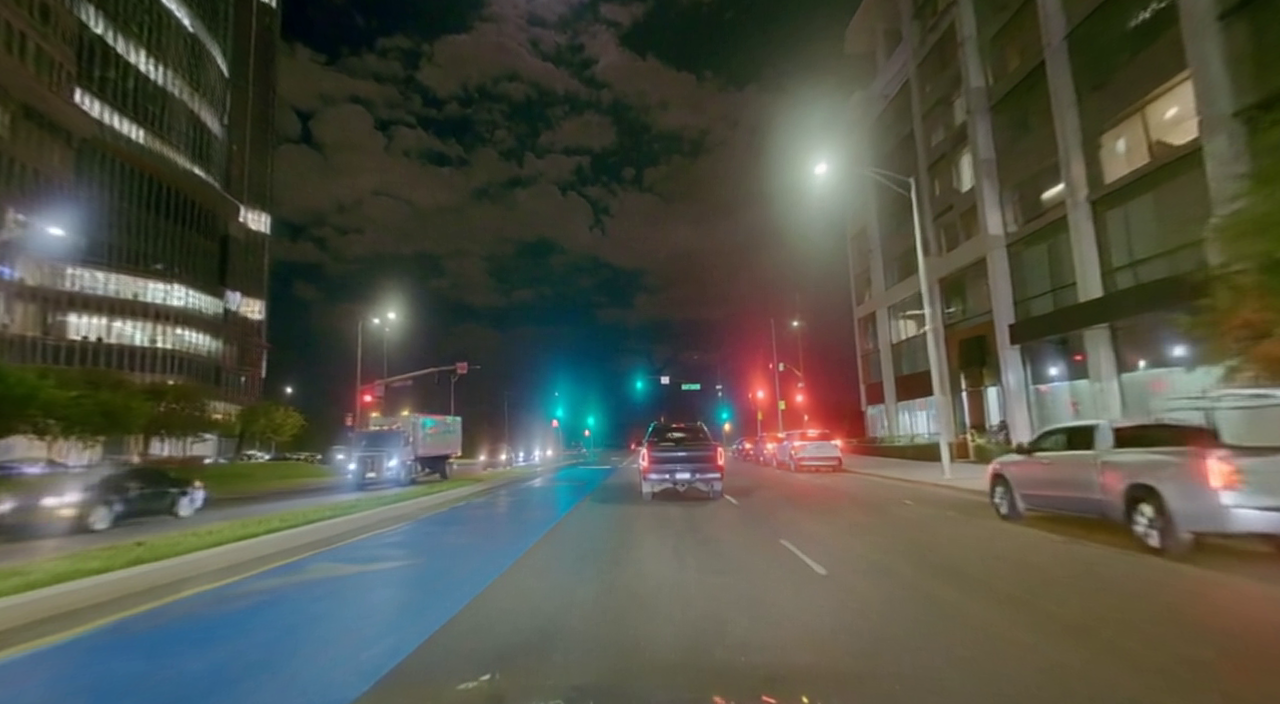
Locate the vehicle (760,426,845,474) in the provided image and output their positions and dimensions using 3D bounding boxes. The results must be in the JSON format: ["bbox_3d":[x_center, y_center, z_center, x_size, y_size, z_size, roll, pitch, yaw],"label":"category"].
[{"bbox_3d":[6.761,4.152,26.899,2.205,1.823,5.078,0,-9,0],"label":"vehicle"}]

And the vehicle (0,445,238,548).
[{"bbox_3d":[-11.300,2.919,13.613,2.191,1.763,5.059,0,-9,-4],"label":"vehicle"}]

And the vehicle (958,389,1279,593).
[{"bbox_3d":[6.659,1.617,8.326,2.088,1.761,5.697,0,-9,2],"label":"vehicle"}]

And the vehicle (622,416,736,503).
[{"bbox_3d":[0.744,2.549,15.260,2.283,1.773,4.255,0,-9,-3],"label":"vehicle"}]

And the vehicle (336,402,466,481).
[{"bbox_3d":[-13.327,5.256,36.706,3.101,3.878,10.902,0,-9,1],"label":"vehicle"}]
